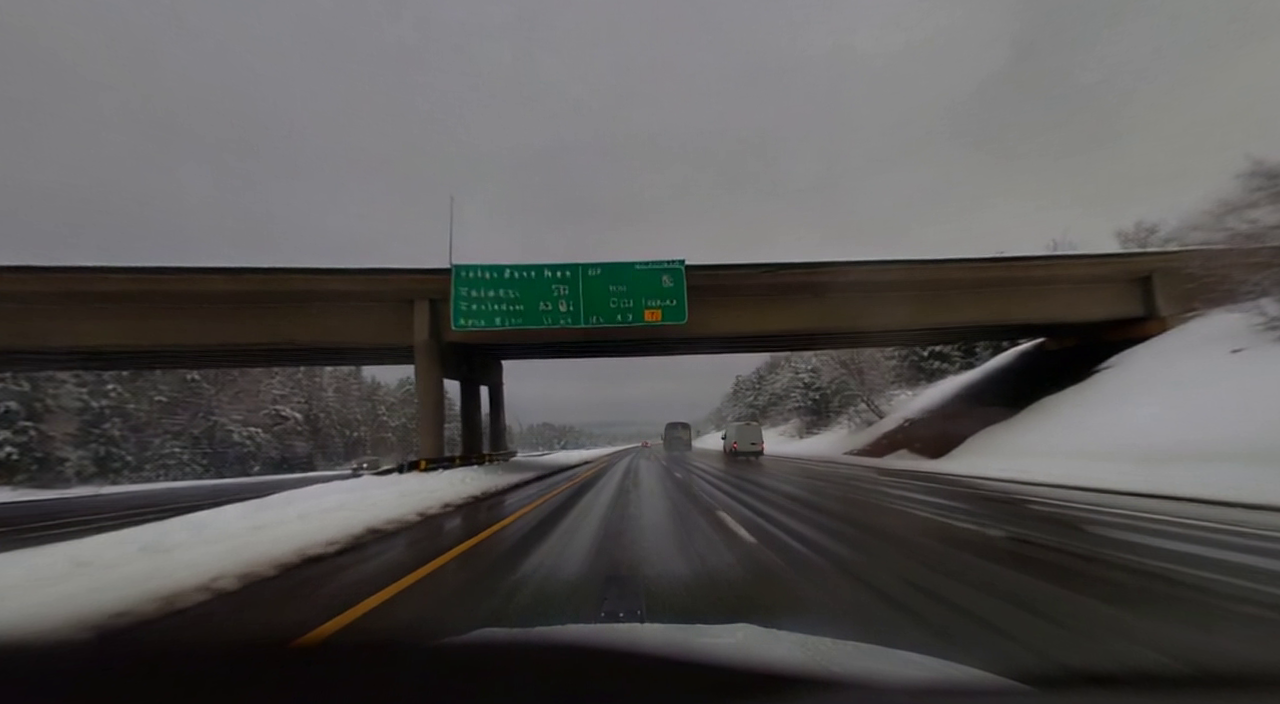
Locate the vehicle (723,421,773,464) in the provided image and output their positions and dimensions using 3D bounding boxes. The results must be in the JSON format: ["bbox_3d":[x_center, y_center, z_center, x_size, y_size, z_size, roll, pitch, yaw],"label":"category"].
[{"bbox_3d":[7.589,6.455,45.035,2.379,2.819,6.294,0,-8,0],"label":"vehicle"}]
